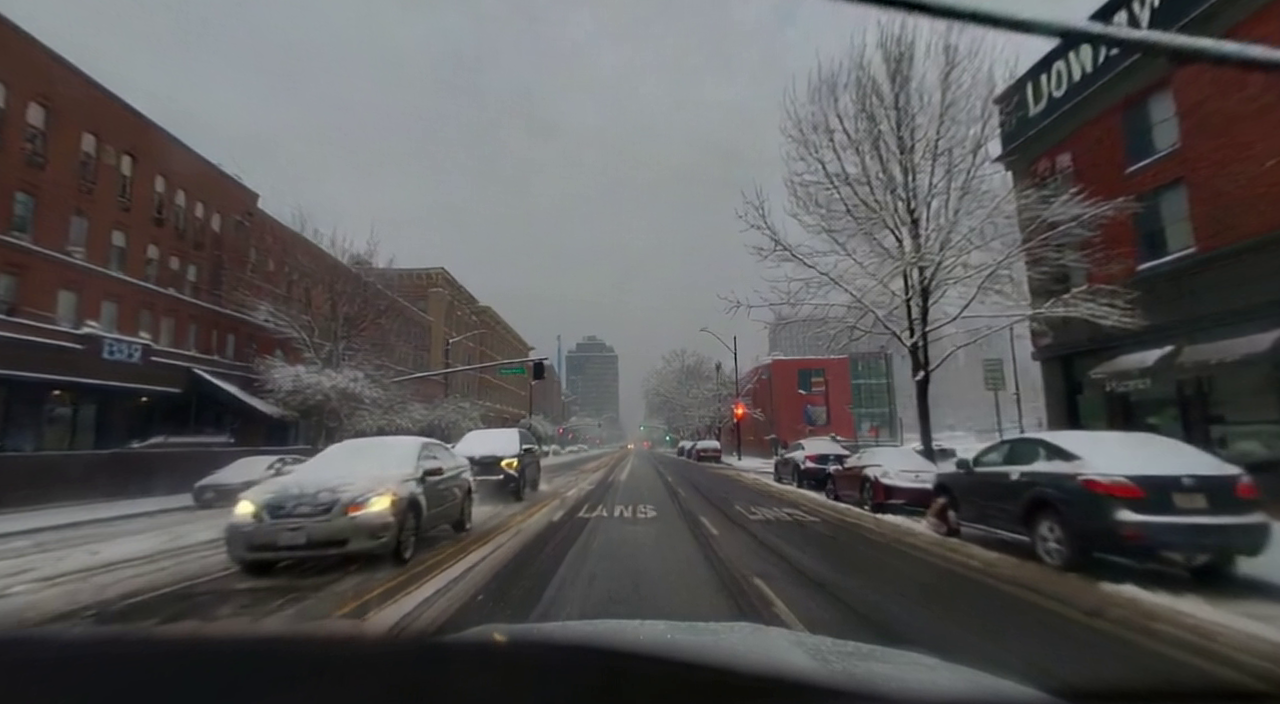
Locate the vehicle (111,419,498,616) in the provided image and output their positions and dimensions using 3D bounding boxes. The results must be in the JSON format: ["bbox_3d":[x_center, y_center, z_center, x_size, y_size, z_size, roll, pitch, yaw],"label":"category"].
[{"bbox_3d":[-3.134,1.622,7.200,2.013,1.527,4.335,0,-8,0],"label":"vehicle"}]

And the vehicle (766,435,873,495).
[{"bbox_3d":[5.922,3.786,21.590,2.150,1.805,4.870,0,-8,-1],"label":"vehicle"}]

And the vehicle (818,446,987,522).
[{"bbox_3d":[5.895,2.971,14.953,1.910,1.471,4.758,0,-8,-1],"label":"vehicle"}]

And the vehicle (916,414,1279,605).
[{"bbox_3d":[5.852,1.837,8.405,2.116,1.780,4.682,0,-8,-2],"label":"vehicle"}]
